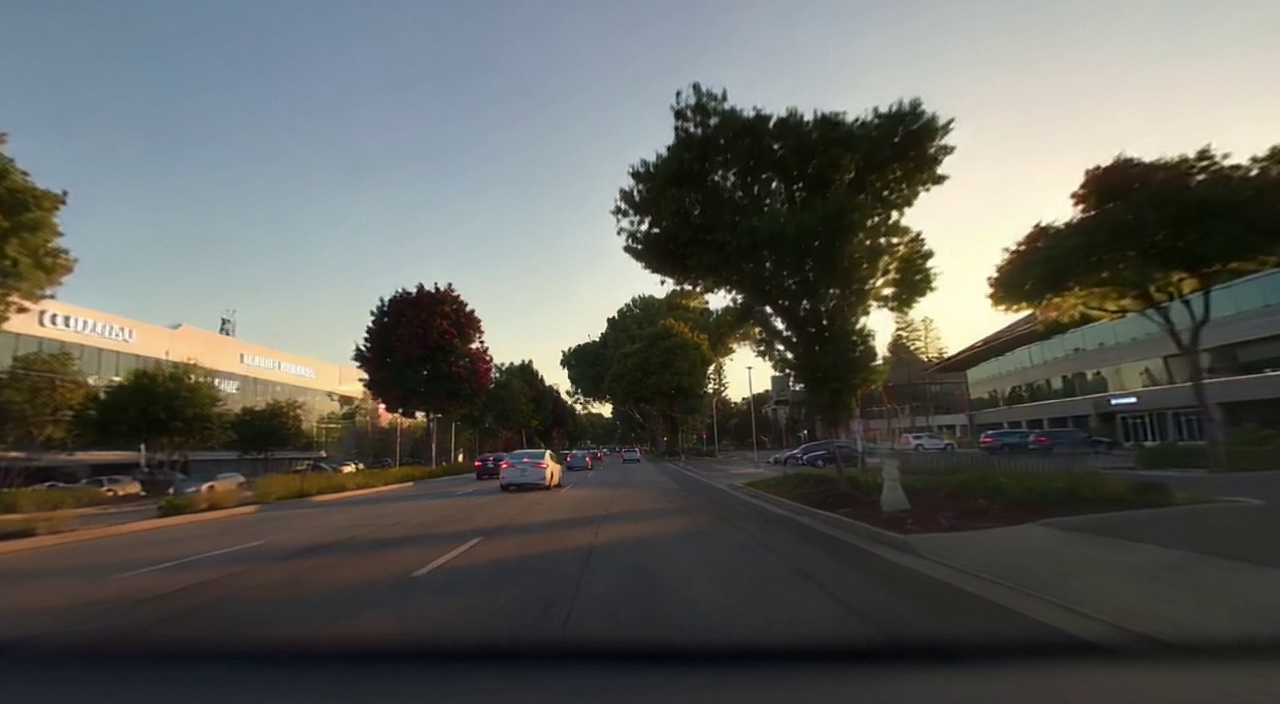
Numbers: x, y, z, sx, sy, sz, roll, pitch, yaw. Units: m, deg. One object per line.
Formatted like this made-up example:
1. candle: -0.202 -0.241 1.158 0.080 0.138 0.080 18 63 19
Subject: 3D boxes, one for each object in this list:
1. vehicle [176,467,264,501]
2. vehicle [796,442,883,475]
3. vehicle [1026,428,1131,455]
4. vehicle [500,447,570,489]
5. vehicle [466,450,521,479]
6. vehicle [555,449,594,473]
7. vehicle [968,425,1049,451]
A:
1. vehicle: -23.544 7.377 35.622 2.007 1.501 4.340 -4 -9 0
2. vehicle: 12.711 6.815 40.495 4.790 1.439 2.034 -8 -9 0
3. vehicle: 25.024 5.111 36.153 4.614 1.464 1.856 0 -9 0
4. vehicle: -4.081 4.579 25.337 2.011 1.483 4.596 0 -9 0
5. vehicle: -8.277 6.379 36.092 1.976 1.497 4.709 0 -9 0
6. vehicle: -4.124 6.934 40.252 1.971 1.414 4.317 0 -9 0
7. vehicle: 24.866 5.836 42.729 4.154 1.662 2.113 -1 -8 1
